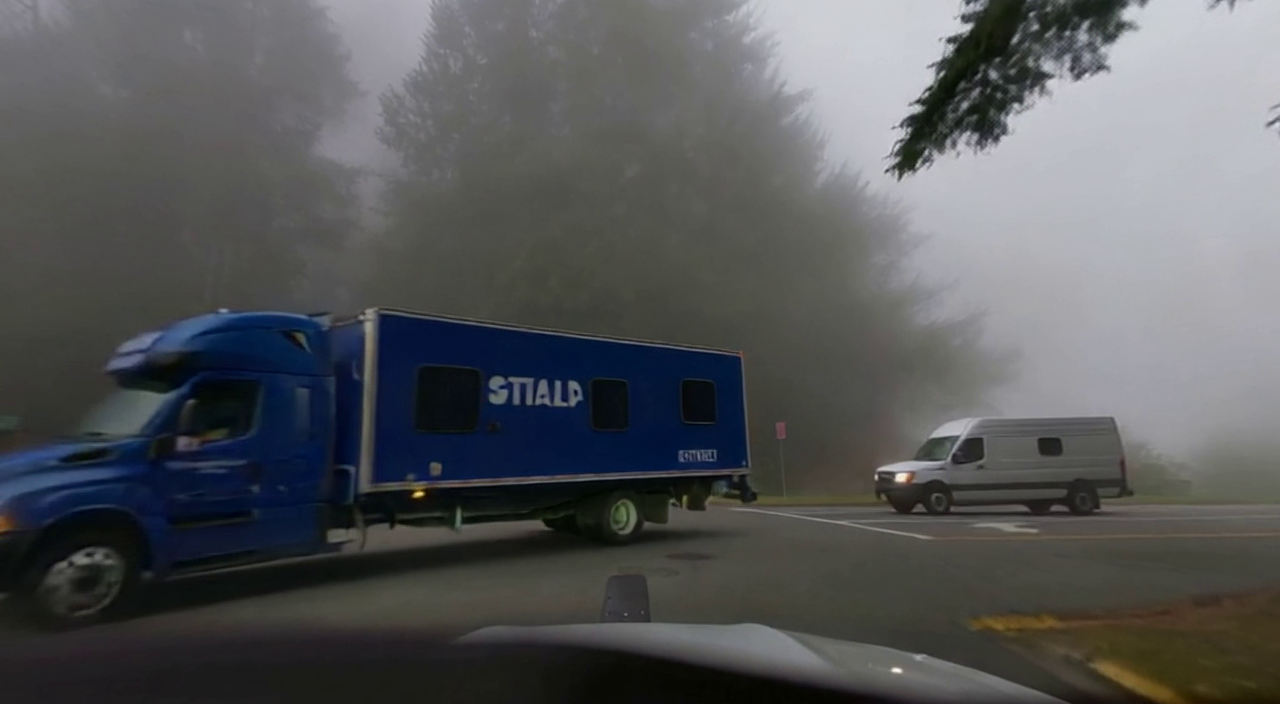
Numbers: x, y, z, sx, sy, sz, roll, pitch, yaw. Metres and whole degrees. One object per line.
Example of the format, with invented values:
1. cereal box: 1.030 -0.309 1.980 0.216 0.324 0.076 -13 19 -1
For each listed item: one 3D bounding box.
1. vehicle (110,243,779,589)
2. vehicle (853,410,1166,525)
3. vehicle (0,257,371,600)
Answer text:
1. vehicle: -2.153 1.191 10.509 9.765 3.622 2.740 6 -11 -35
2. vehicle: 8.443 2.659 14.850 5.923 2.424 2.247 0 -9 -4
3. vehicle: -6.100 0.944 7.558 4.552 3.175 2.847 6 -11 -37
